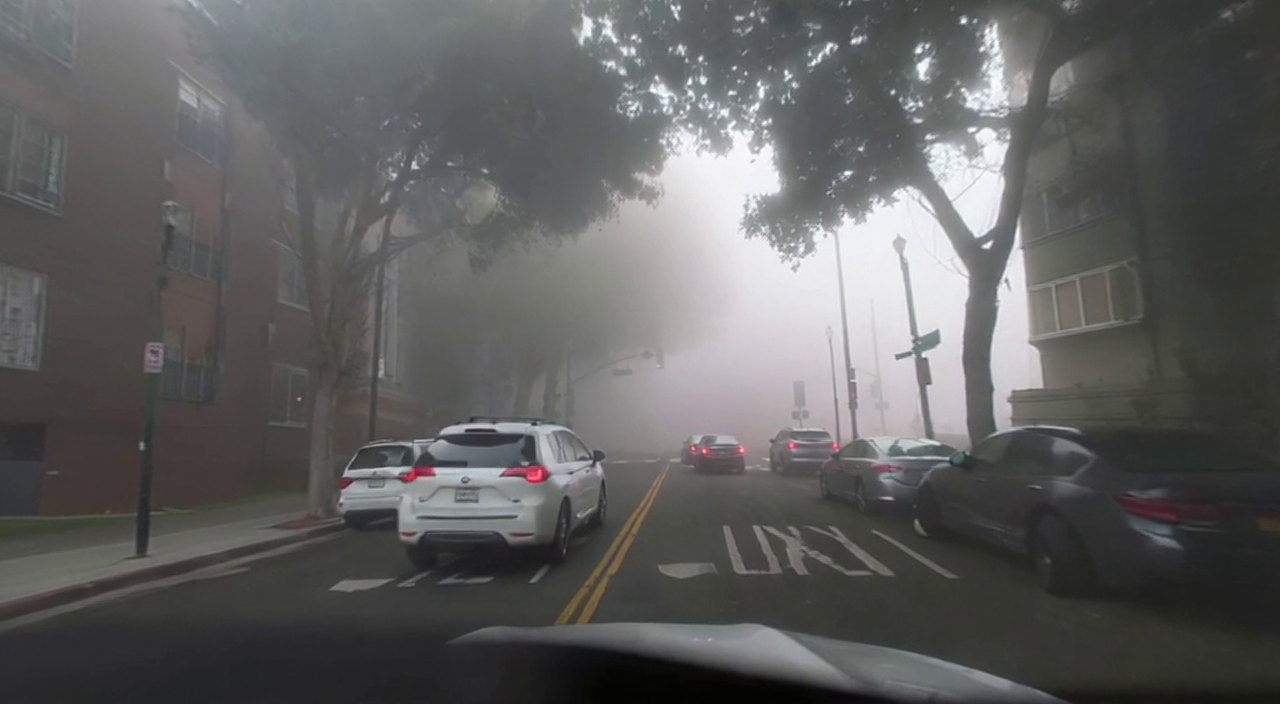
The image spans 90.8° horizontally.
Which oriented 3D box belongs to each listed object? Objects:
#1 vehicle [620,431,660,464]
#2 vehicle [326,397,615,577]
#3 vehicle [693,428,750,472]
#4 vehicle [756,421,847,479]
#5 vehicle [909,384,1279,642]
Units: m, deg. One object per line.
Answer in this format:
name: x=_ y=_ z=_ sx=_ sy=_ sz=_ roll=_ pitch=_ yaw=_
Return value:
vehicle: x=0.060 y=5.466 z=36.227 sx=1.979 sy=1.723 sz=3.849 roll=-1 pitch=-8 yaw=4
vehicle: x=-1.899 y=1.790 z=9.253 sx=2.333 sy=1.832 sz=5.200 roll=-1 pitch=-8 yaw=6
vehicle: x=3.354 y=4.027 z=26.011 sx=2.111 sy=1.619 sz=4.077 roll=-2 pitch=-8 yaw=8
vehicle: x=5.664 y=3.545 z=22.939 sx=2.093 sy=1.815 sz=5.441 roll=-1 pitch=-8 yaw=3
vehicle: x=4.451 y=1.313 z=6.137 sx=1.883 sy=1.601 sz=4.305 roll=-1 pitch=-8 yaw=2
